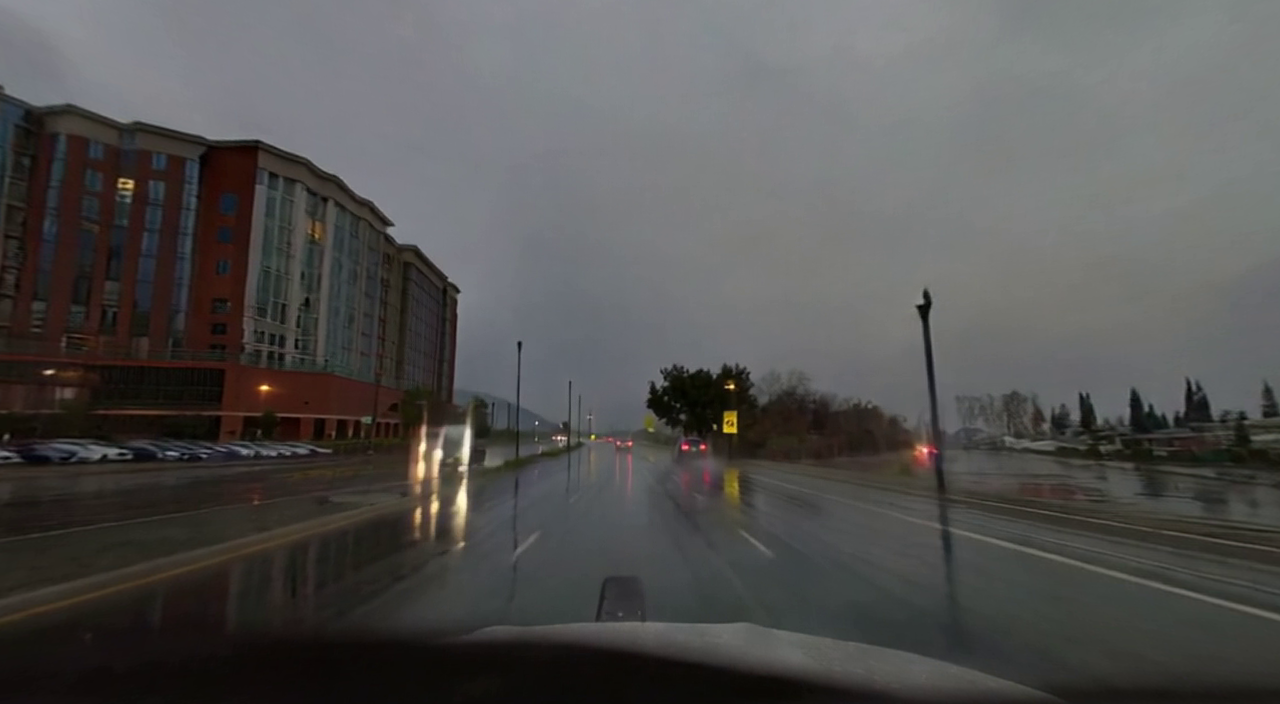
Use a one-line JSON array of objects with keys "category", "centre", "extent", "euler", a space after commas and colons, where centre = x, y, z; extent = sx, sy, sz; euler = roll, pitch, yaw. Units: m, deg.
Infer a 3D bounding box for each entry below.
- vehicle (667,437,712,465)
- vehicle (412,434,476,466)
[{"category": "vehicle", "centre": [2.829, 5.823, 37.205], "extent": [2.090, 1.506, 4.382], "euler": [0, -8, -2]}, {"category": "vehicle", "centre": [-9.846, 4.960, 32.104], "extent": [1.874, 1.520, 4.215], "euler": [-1, -8, 1]}]
